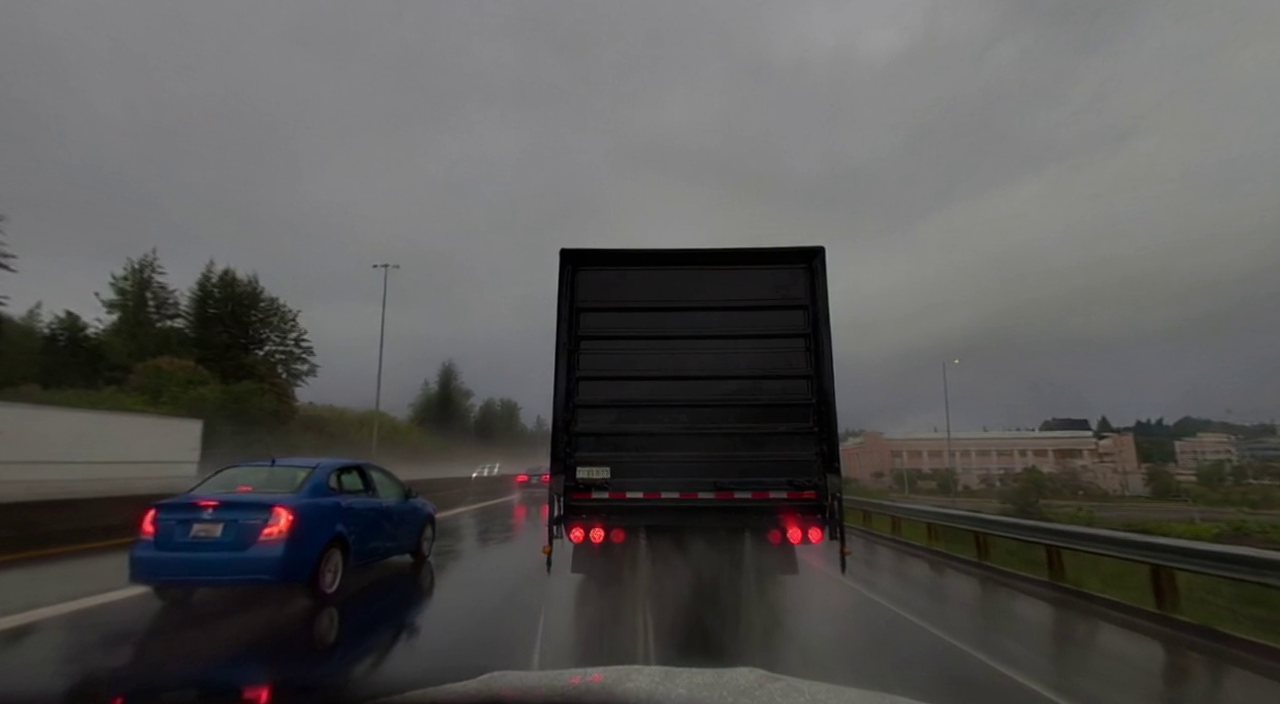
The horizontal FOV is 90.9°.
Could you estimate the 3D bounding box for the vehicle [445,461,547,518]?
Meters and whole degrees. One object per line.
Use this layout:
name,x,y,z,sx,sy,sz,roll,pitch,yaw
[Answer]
vehicle,-4.189,4.103,19.102,1.891,1.469,4.431,0,-11,2

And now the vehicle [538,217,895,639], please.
vehicle,0.737,1.324,9.602,2.831,3.529,8.689,0,-11,2

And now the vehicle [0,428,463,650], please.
vehicle,-3.781,1.827,7.152,1.983,1.575,4.973,0,-11,1
